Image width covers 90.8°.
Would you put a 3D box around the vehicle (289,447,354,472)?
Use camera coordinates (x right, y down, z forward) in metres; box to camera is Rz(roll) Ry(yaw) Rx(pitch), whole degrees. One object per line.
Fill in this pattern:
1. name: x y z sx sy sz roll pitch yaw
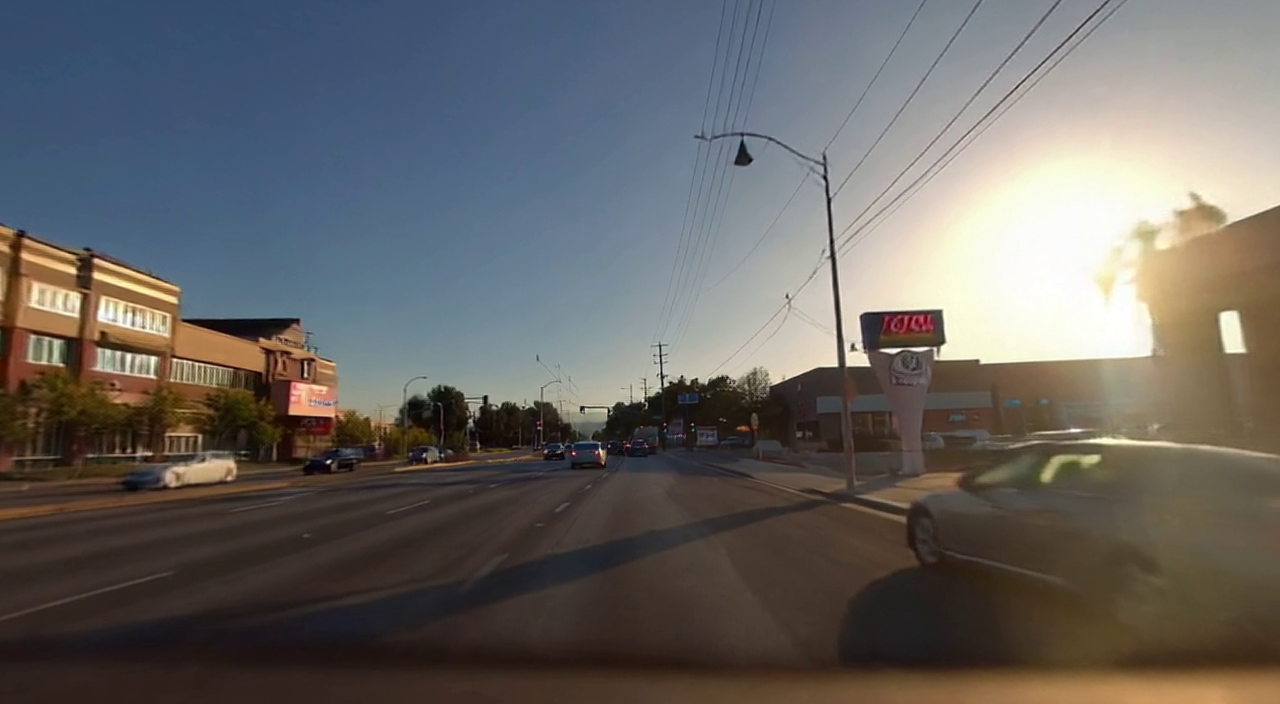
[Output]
1. vehicle: -20.548 6.953 40.963 1.818 1.488 4.344 -1 -9 3

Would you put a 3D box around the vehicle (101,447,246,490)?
1. vehicle: -18.270 4.555 25.101 2.151 1.495 4.703 0 -9 0

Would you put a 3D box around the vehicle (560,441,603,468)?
1. vehicle: -3.429 6.130 37.845 2.179 1.490 4.742 0 -9 0

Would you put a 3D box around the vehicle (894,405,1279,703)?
1. vehicle: 4.006 1.287 4.875 2.085 1.479 4.633 0 -9 -1
